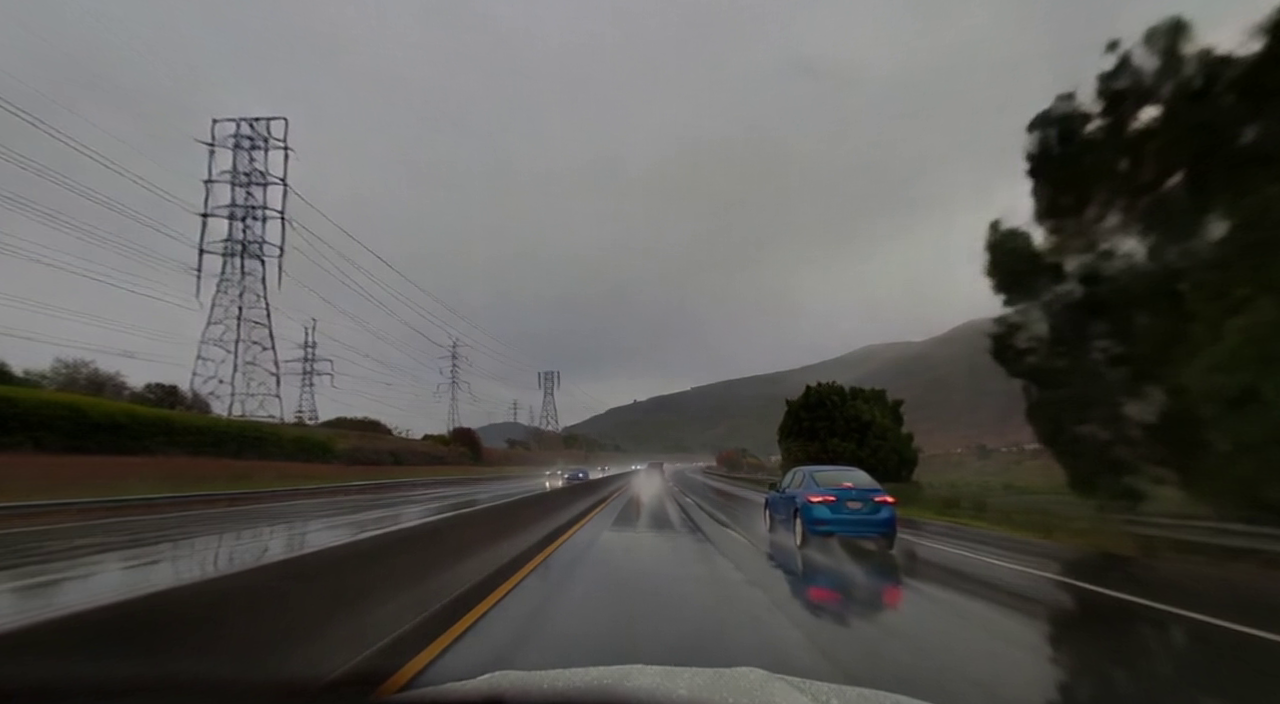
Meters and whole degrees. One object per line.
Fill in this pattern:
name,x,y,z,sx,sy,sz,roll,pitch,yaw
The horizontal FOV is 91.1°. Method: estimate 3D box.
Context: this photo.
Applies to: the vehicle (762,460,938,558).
vehicle,3.758,2.896,12.104,1.985,1.521,3.904,1,-10,-1
